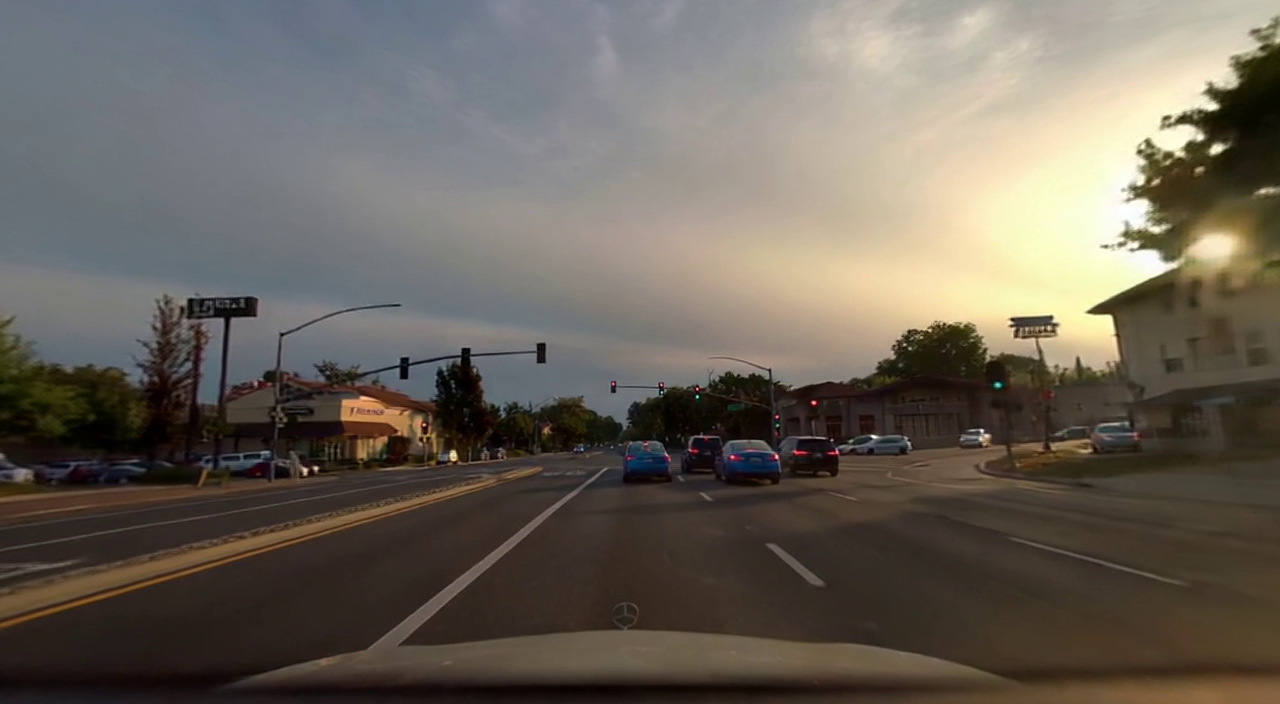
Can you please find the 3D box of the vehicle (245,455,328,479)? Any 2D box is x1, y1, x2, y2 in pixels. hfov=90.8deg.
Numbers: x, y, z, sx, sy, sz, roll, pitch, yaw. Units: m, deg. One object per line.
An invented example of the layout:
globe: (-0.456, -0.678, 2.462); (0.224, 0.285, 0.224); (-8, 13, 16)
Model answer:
vehicle: (-26.223, 8.533, 47.011); (4.780, 1.669, 2.232); (0, -9, -2)

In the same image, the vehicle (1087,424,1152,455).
vehicle: (25.926, 4.814, 34.346); (2.222, 1.538, 4.817); (-5, -10, 31)

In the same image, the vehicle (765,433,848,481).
vehicle: (6.447, 4.123, 24.971); (2.009, 1.700, 4.275); (0, -9, -1)

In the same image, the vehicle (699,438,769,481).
vehicle: (3.538, 4.146, 24.577); (1.889, 1.473, 4.643); (0, -9, -1)

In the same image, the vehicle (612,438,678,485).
vehicle: (0.124, 3.835, 22.334); (2.135, 1.468, 4.076); (0, -9, -1)
